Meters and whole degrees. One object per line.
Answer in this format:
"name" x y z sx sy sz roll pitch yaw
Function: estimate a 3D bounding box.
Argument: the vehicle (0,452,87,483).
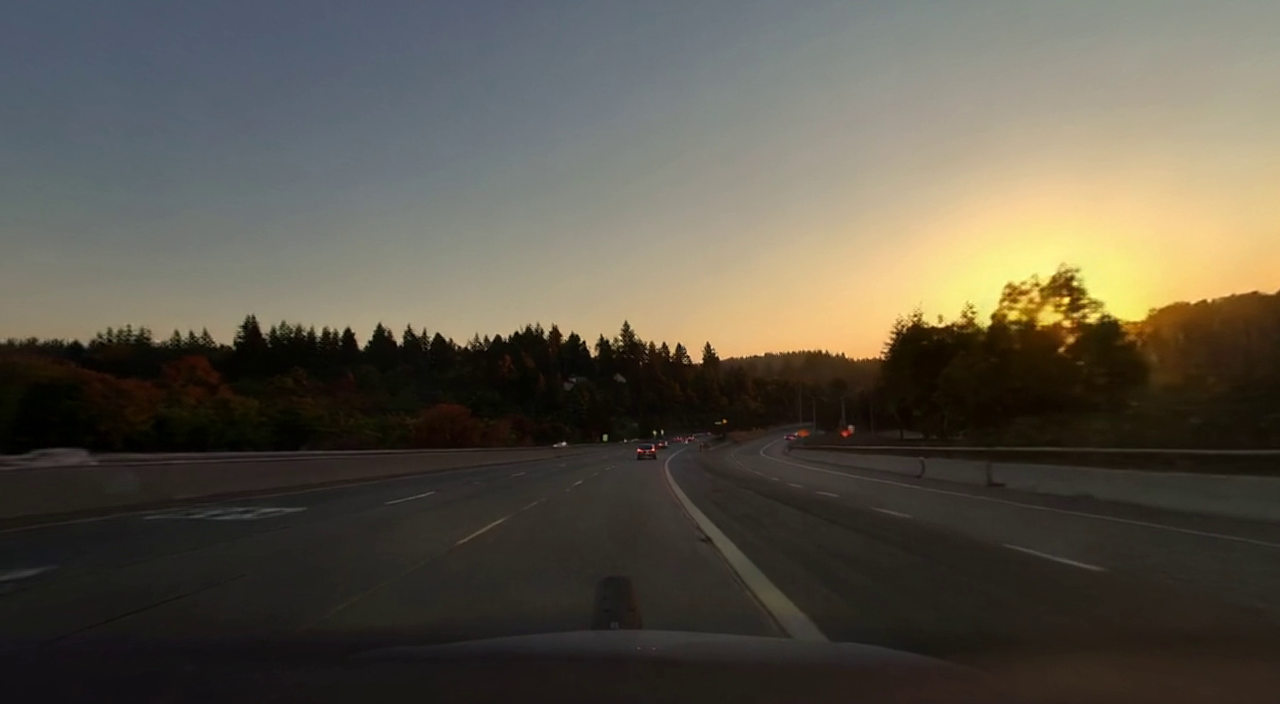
"vehicle" -32.454 6.103 33.719 1.798 1.470 4.400 -1 -9 2
